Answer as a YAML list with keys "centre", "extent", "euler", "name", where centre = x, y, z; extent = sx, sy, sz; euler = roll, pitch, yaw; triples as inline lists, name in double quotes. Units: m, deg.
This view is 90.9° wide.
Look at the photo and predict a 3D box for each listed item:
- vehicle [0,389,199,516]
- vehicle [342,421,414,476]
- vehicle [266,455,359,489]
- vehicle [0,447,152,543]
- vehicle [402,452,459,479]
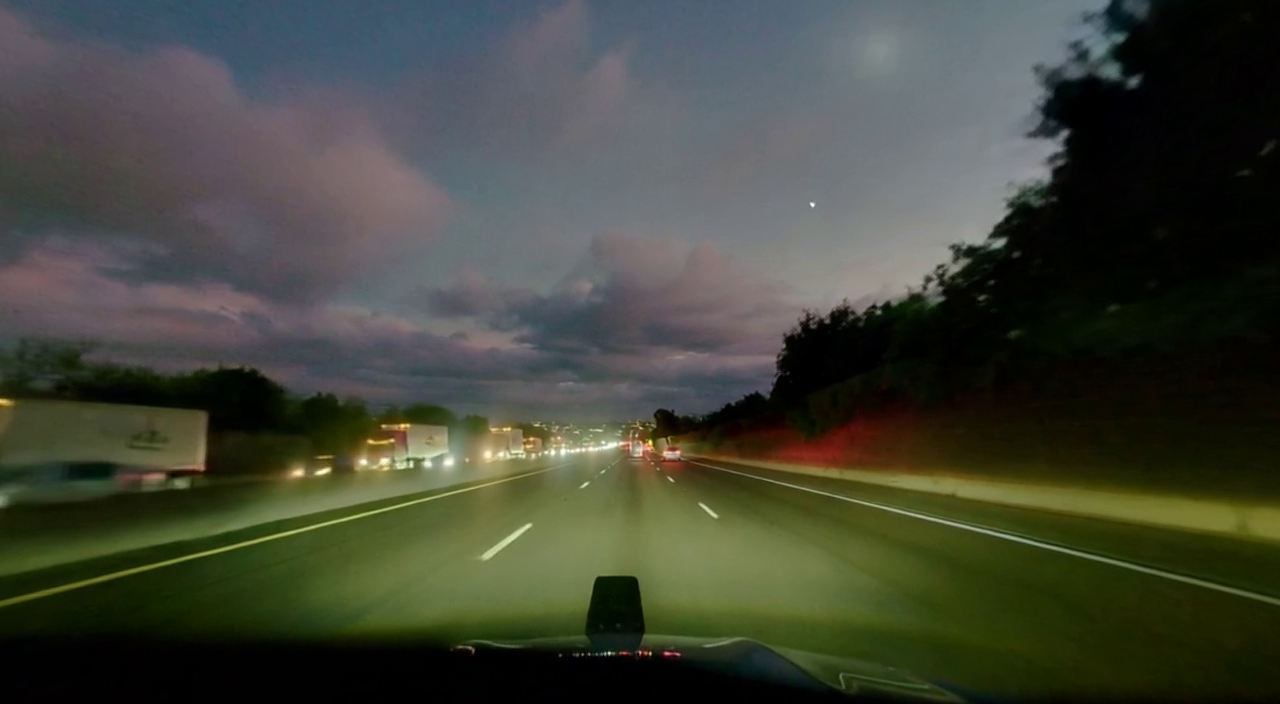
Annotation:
- centre: [-20.274, 3.324, 20.881]
  extent: [2.745, 3.723, 11.956]
  euler: [0, -9, -1]
  name: "vehicle"
- centre: [-20.332, 7.523, 49.296]
  extent: [2.966, 3.997, 6.255]
  euler: [0, -9, -2]
  name: "vehicle"
- centre: [-15.855, 5.819, 30.835]
  extent: [1.954, 1.488, 4.728]
  euler: [0, -9, 0]
  name: "vehicle"
- centre: [-11.285, 2.427, 10.980]
  extent: [2.078, 1.522, 4.275]
  euler: [0, -9, 0]
  name: "vehicle"
- centre: [-11.987, 6.509, 36.384]
  extent: [1.862, 1.445, 4.101]
  euler: [0, -9, 0]
  name: "vehicle"
